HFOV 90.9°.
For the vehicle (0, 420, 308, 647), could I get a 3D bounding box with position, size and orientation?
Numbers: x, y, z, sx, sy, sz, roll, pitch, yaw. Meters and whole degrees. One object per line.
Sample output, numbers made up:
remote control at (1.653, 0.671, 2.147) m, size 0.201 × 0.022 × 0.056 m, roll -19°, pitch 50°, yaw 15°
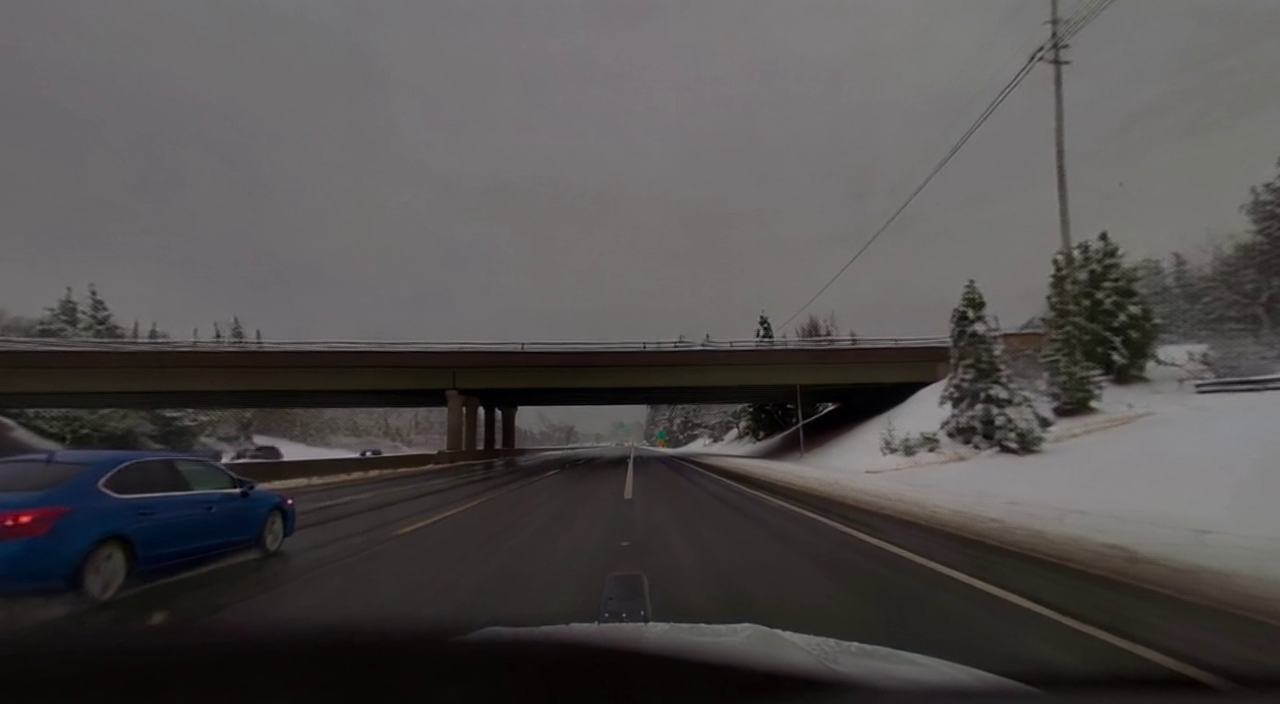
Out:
vehicle at (-5.482, 1.500, 6.065) m, size 2.105 × 1.551 × 4.602 m, roll 0°, pitch -8°, yaw -1°
